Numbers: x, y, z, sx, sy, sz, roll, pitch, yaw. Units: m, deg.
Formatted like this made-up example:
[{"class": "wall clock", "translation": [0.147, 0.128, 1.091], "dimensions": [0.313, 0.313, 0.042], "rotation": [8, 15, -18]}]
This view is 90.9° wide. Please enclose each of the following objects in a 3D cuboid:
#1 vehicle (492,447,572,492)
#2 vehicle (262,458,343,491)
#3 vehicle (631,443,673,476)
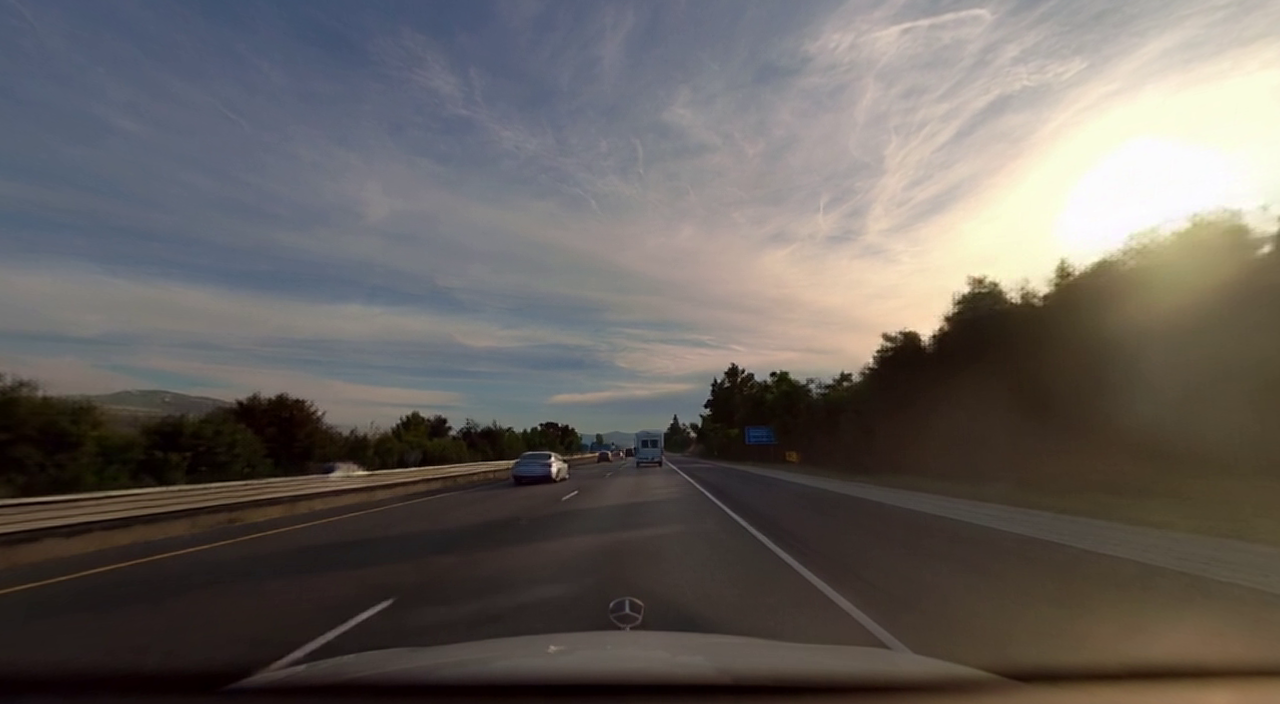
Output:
[{"class": "vehicle", "translation": [-3.763, 4.173, 22.707], "dimensions": [1.998, 1.460, 4.422], "rotation": [0, -9, 1]}, {"class": "vehicle", "translation": [-17.221, 6.263, 32.405], "dimensions": [1.928, 1.493, 3.915], "rotation": [0, -9, 1]}, {"class": "vehicle", "translation": [0.627, 5.866, 34.439], "dimensions": [2.172, 1.687, 3.929], "rotation": [0, -9, 0]}]
